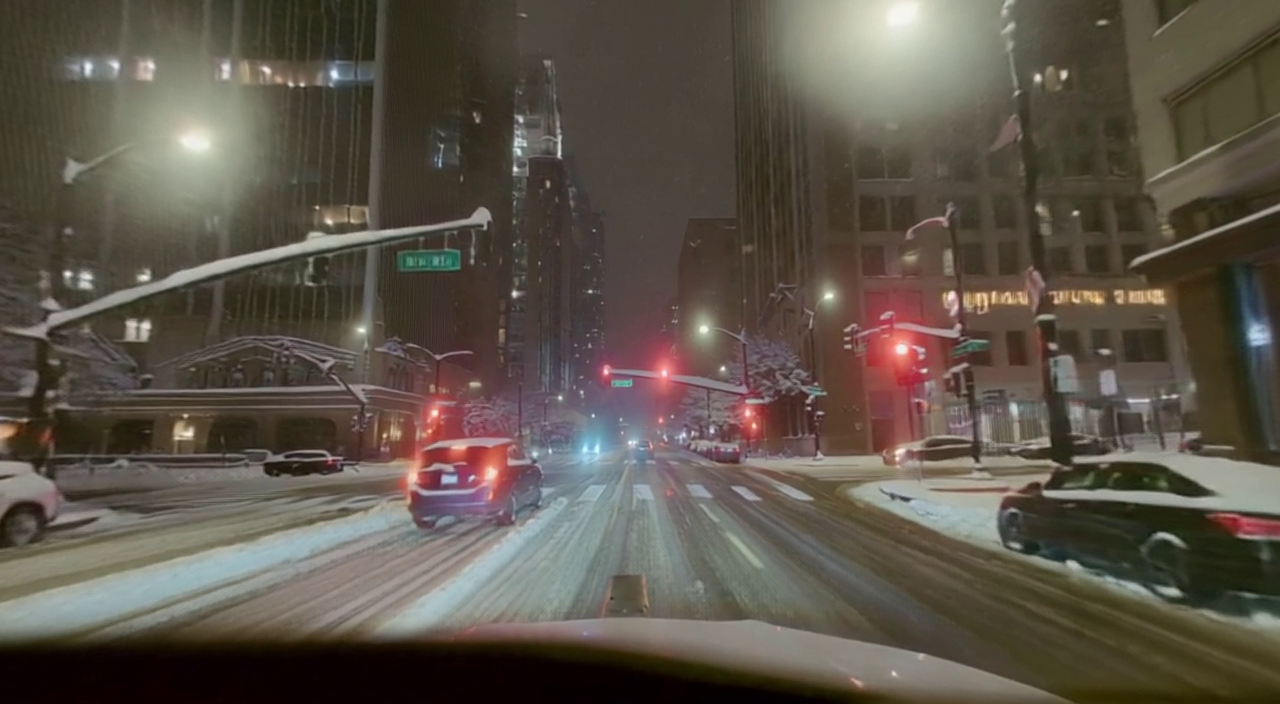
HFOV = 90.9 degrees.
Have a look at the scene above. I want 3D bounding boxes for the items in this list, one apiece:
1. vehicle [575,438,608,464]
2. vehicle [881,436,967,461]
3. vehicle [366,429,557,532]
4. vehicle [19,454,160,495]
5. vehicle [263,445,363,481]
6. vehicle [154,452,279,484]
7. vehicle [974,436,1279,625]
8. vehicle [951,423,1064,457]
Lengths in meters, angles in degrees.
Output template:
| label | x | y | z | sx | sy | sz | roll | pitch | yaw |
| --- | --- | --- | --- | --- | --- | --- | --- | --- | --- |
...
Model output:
| label | x | y | z | sx | sy | sz | roll | pitch | yaw |
| --- | --- | --- | --- | --- | --- | --- | --- | --- | --- |
| vehicle | -3.762 | 7.803 | 49.730 | 2.176 | 1.804 | 4.740 | -3 | -9 | 0 |
| vehicle | 17.377 | 5.911 | 38.722 | 4.293 | 1.495 | 1.935 | 0 | -8 | -1 |
| vehicle | -2.915 | 2.217 | 11.586 | 2.014 | 1.480 | 4.780 | 0 | -8 | 1 |
| vehicle | -25.113 | 5.589 | 28.866 | 4.599 | 1.429 | 2.031 | -4 | -7 | 0 |
| vehicle | -21.403 | 7.271 | 41.471 | 5.283 | 1.959 | 2.453 | -3 | -7 | -1 |
| vehicle | -21.590 | 5.934 | 32.310 | 4.791 | 1.506 | 2.244 | 0 | -8 | 0 |
| vehicle | 5.890 | 1.675 | 6.808 | 1.929 | 1.464 | 4.494 | 0 | -8 | -3 |
| vehicle | 20.328 | 4.916 | 35.011 | 4.827 | 1.817 | 2.190 | 0 | -8 | 0 |
